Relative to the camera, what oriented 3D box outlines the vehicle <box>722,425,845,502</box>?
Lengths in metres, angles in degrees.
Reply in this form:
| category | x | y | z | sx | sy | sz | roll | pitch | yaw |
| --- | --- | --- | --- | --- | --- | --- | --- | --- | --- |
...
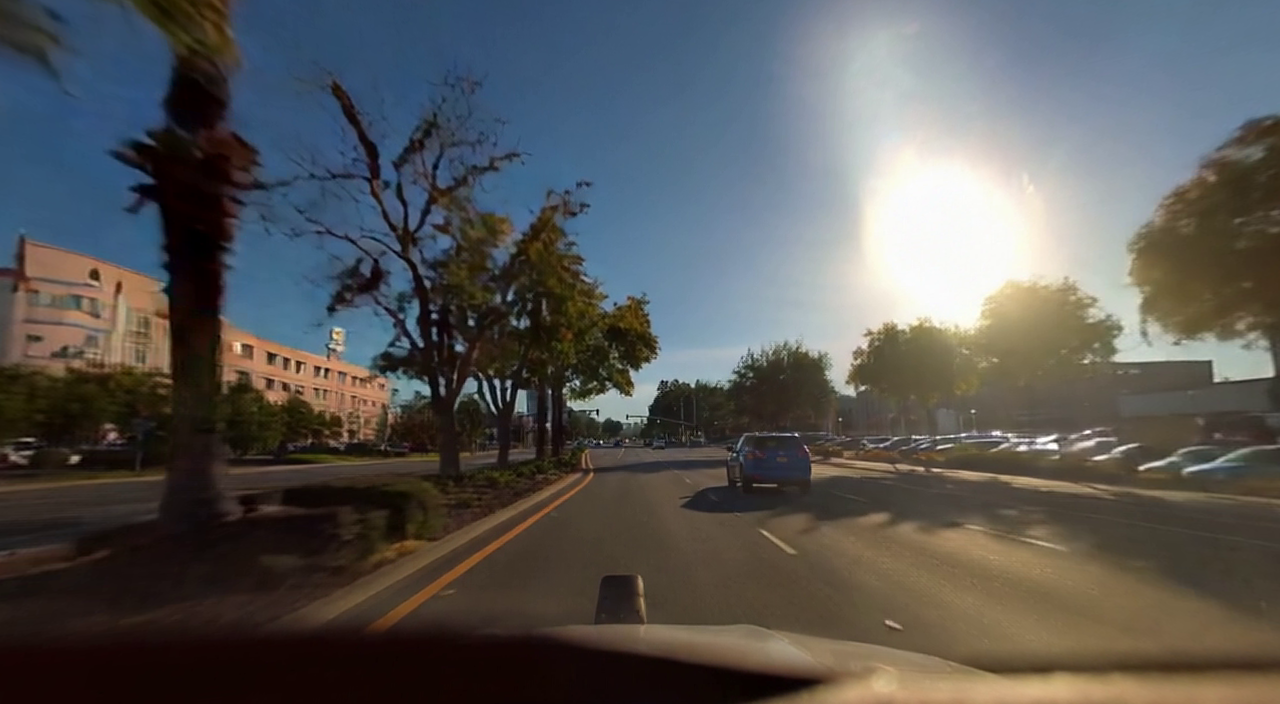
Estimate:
| category | x | y | z | sx | sy | sz | roll | pitch | yaw |
| --- | --- | --- | --- | --- | --- | --- | --- | --- | --- |
| vehicle | 3.475 | 2.801 | 16.210 | 2.072 | 1.696 | 4.177 | 0 | -8 | -1 |
